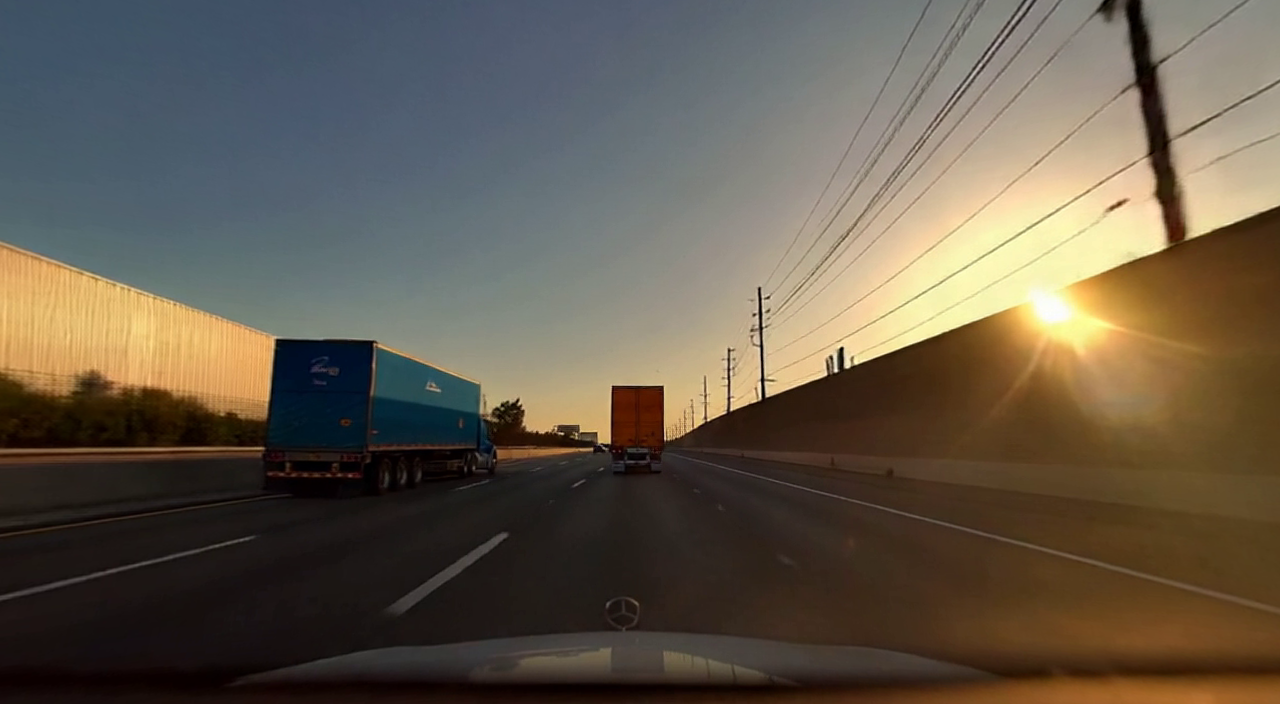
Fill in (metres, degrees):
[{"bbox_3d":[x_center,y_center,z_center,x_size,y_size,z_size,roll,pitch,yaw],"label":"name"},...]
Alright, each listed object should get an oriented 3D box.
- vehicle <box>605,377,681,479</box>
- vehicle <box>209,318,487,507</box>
[{"bbox_3d":[0.068,3.606,29.008,2.858,3.847,10.034,0,-9,-1],"label":"vehicle"},{"bbox_3d":[-7.471,2.055,18.931,2.937,3.981,11.119,0,-8,0],"label":"vehicle"}]
